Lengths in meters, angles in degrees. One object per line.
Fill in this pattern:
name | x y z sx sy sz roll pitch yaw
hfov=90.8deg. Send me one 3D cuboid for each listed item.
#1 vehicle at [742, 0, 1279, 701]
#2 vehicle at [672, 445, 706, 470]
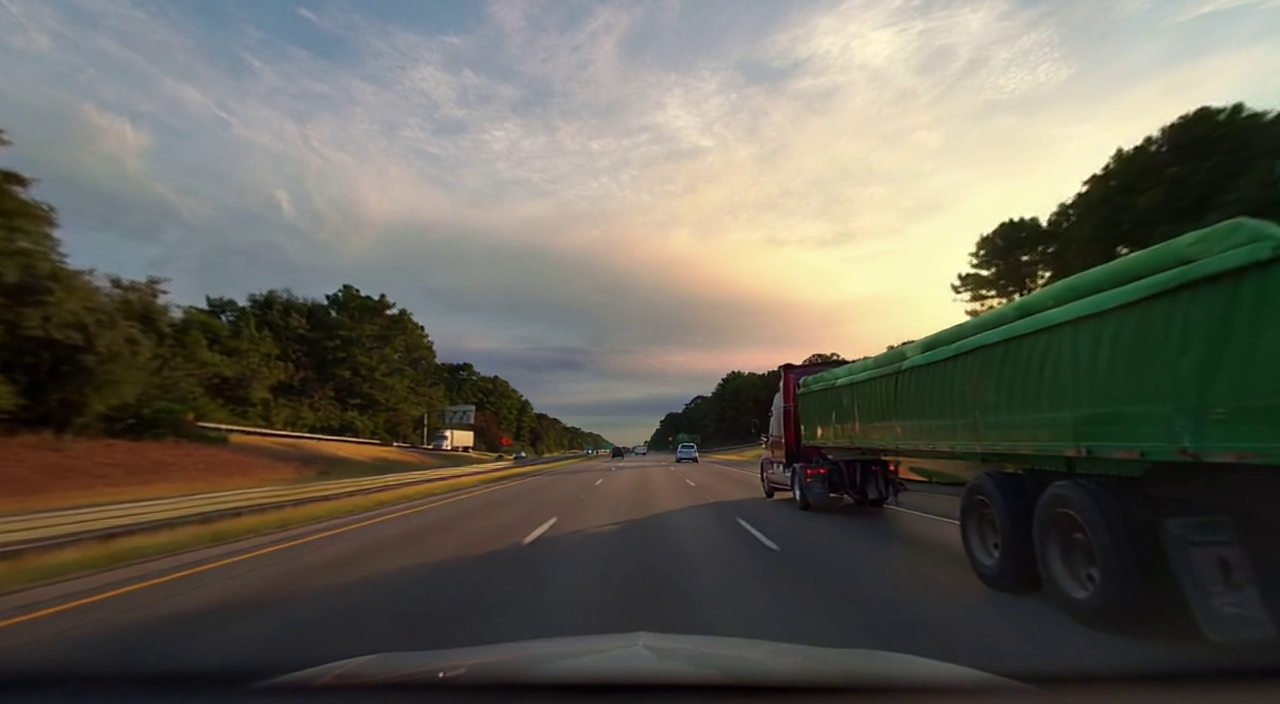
vehicle | 4.645 0.504 9.630 3.115 4.407 17.026 0 -9 -1
vehicle | 3.307 7.142 42.979 2.019 1.601 3.953 0 -9 1
